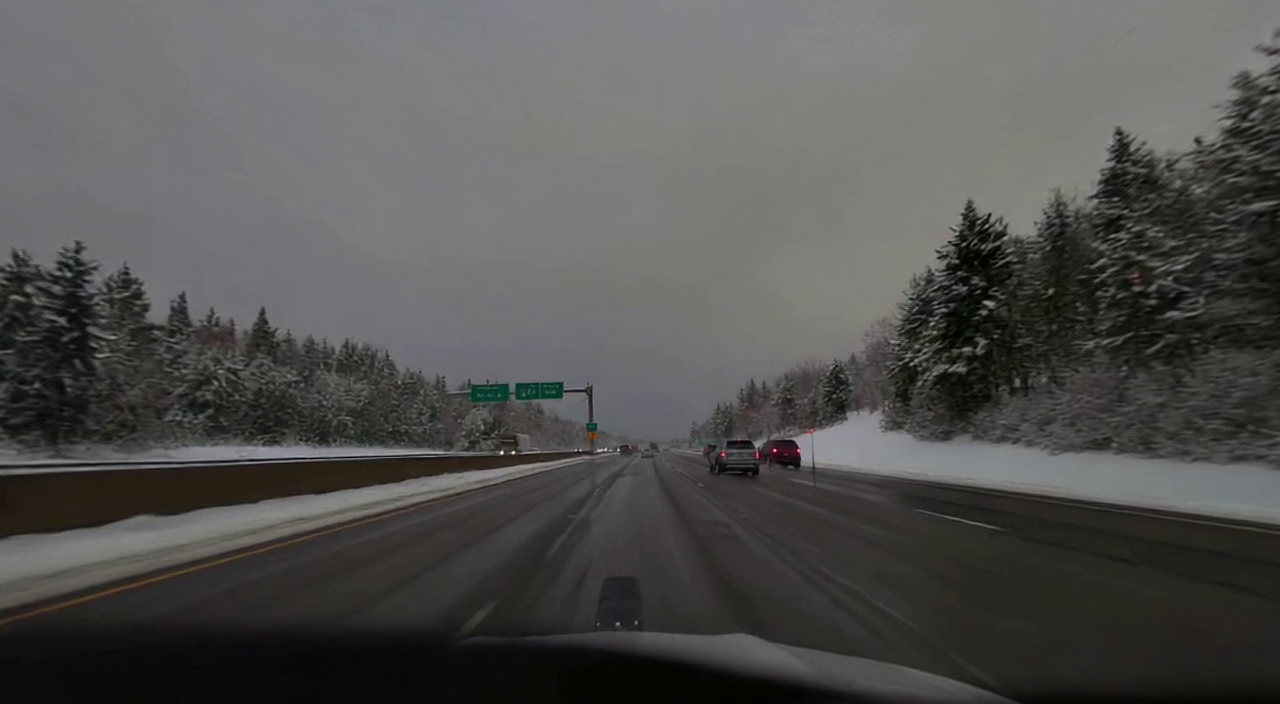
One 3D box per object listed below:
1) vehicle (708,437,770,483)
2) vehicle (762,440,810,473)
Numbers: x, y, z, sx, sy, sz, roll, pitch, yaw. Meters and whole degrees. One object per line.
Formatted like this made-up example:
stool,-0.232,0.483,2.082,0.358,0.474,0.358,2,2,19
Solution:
vehicle,4.038,4.484,26.232,1.784,1.733,4.141,0,-9,-2
vehicle,8.642,6.222,37.483,1.898,1.798,3.805,0,-9,-1
